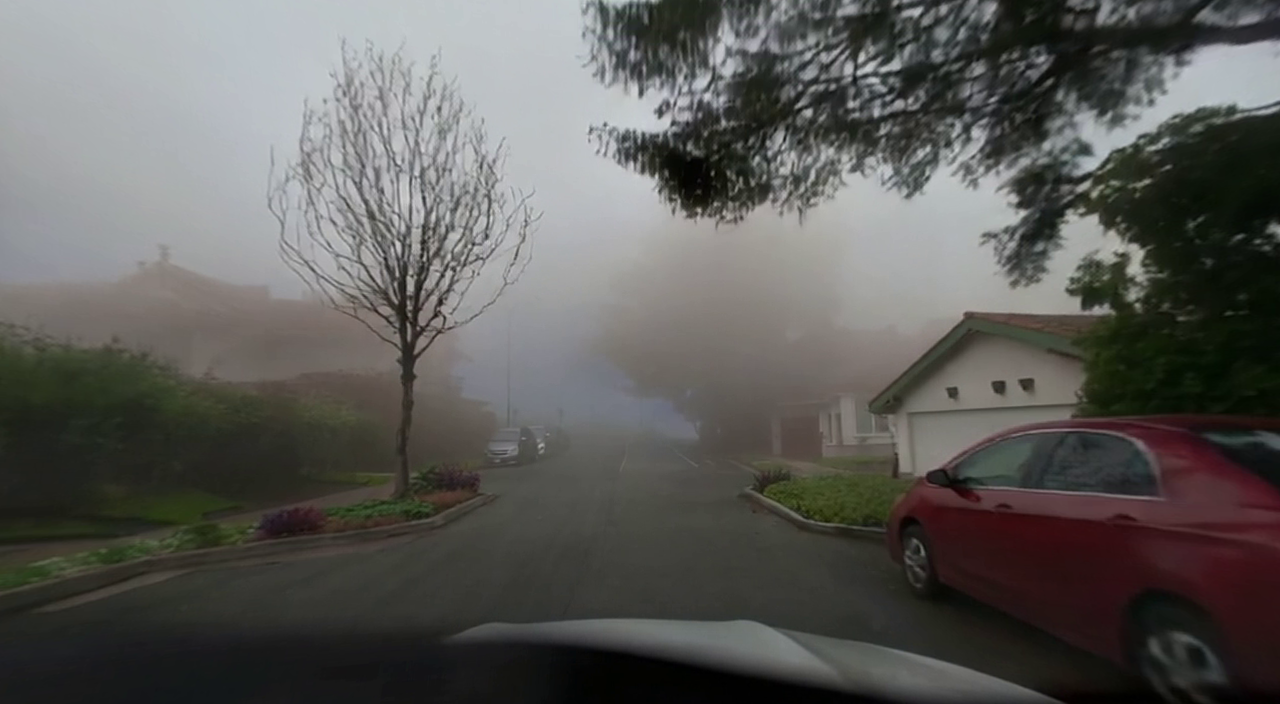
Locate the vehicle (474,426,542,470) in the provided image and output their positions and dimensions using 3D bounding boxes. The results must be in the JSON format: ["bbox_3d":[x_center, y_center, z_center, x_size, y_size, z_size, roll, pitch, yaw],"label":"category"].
[{"bbox_3d":[-5.704,4.183,27.705,2.147,1.780,4.165,0,-8,-1],"label":"vehicle"}]

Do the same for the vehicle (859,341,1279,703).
[{"bbox_3d":[3.287,0.979,3.828,2.073,1.619,4.574,0,-8,-3],"label":"vehicle"}]
